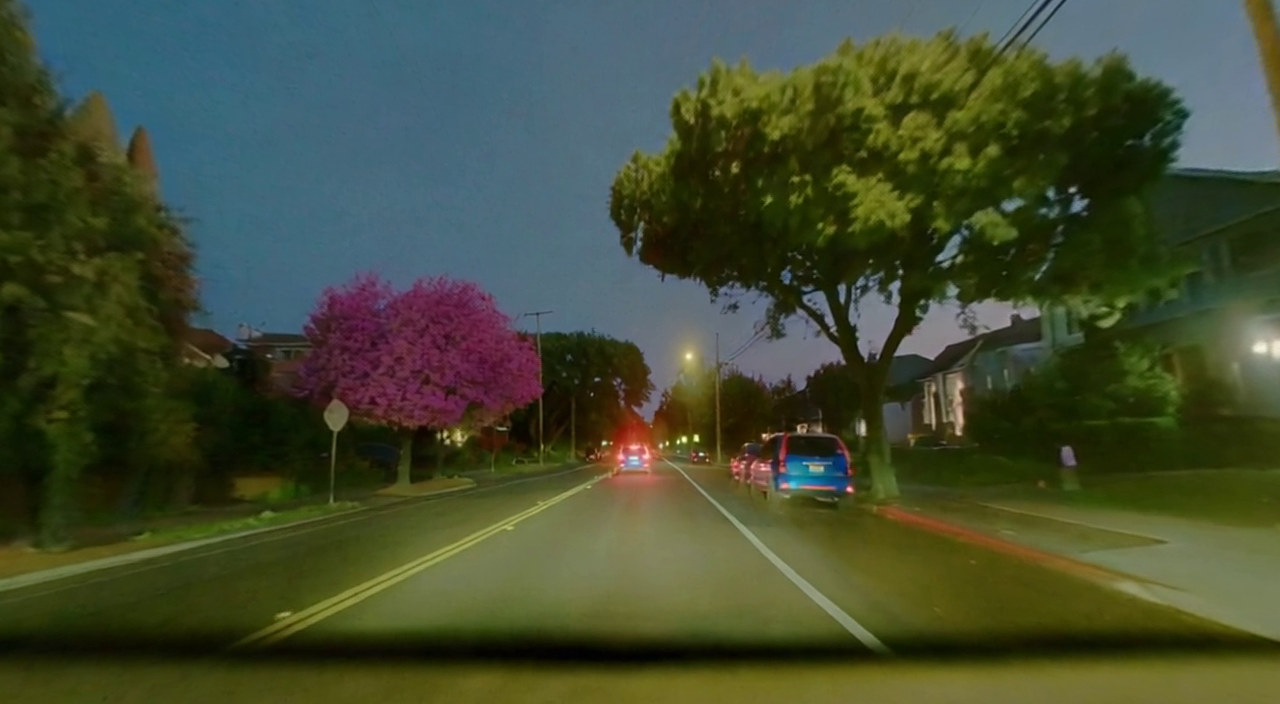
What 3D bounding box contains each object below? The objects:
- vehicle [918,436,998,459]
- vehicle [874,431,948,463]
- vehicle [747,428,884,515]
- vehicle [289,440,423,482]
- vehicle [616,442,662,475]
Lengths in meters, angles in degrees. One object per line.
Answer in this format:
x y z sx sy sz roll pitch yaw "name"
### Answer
21.383 6.470 42.444 4.311 1.466 2.006 -1 -10 5 "vehicle"
15.088 5.328 35.314 1.919 1.677 4.590 0 -8 -3 "vehicle"
4.164 2.903 15.973 2.100 1.830 5.040 0 -8 1 "vehicle"
-15.372 5.945 34.376 6.278 1.911 2.173 -3 -10 0 "vehicle"
-0.004 5.126 30.618 2.104 1.500 3.815 0 -8 1 "vehicle"
